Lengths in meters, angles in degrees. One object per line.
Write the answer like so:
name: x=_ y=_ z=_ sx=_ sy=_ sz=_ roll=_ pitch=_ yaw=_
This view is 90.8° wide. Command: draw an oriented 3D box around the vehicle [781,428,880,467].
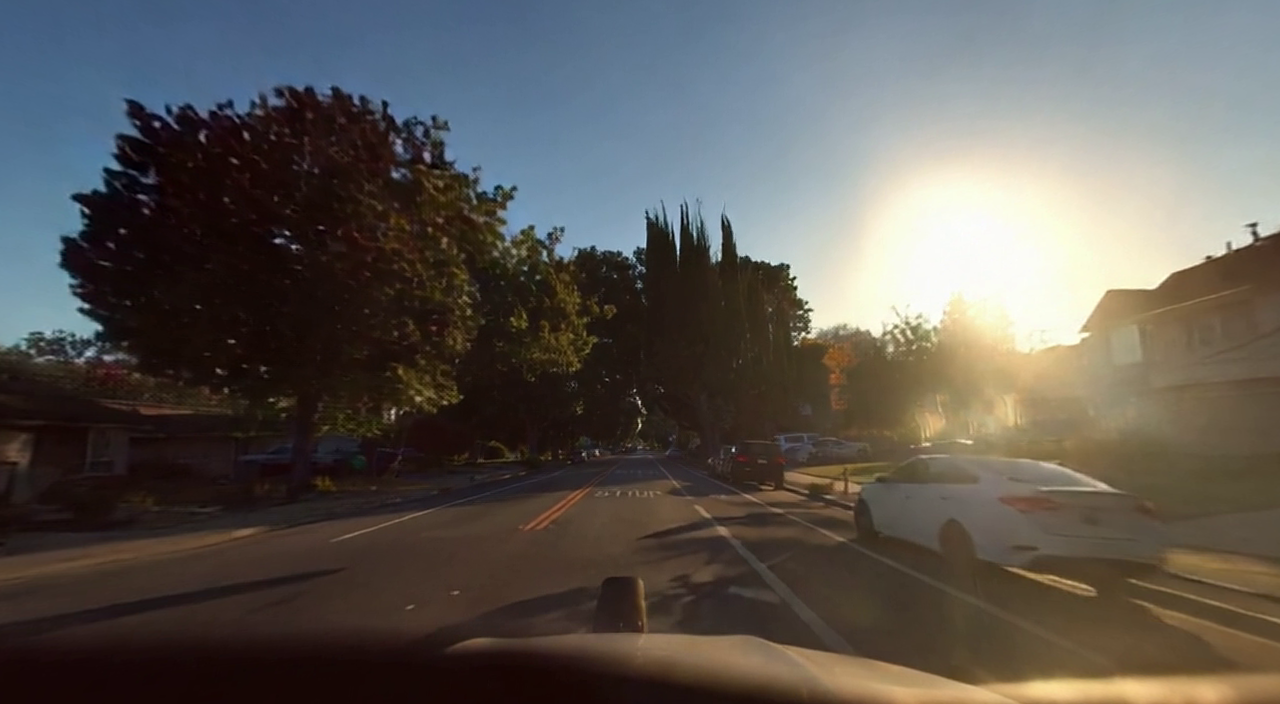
vehicle: x=11.237 y=5.694 z=37.530 sx=5.001 sy=1.812 sz=2.177 roll=-5 pitch=-9 yaw=-2

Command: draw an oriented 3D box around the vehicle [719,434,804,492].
vehicle: x=4.143 y=3.885 z=22.476 sx=2.032 sy=1.792 sz=4.849 roll=0 pitch=-9 yaw=0

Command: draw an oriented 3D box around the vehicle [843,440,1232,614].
vehicle: x=4.073 y=1.811 z=7.522 sx=1.940 sy=1.470 sz=4.101 roll=0 pitch=-9 yaw=0
